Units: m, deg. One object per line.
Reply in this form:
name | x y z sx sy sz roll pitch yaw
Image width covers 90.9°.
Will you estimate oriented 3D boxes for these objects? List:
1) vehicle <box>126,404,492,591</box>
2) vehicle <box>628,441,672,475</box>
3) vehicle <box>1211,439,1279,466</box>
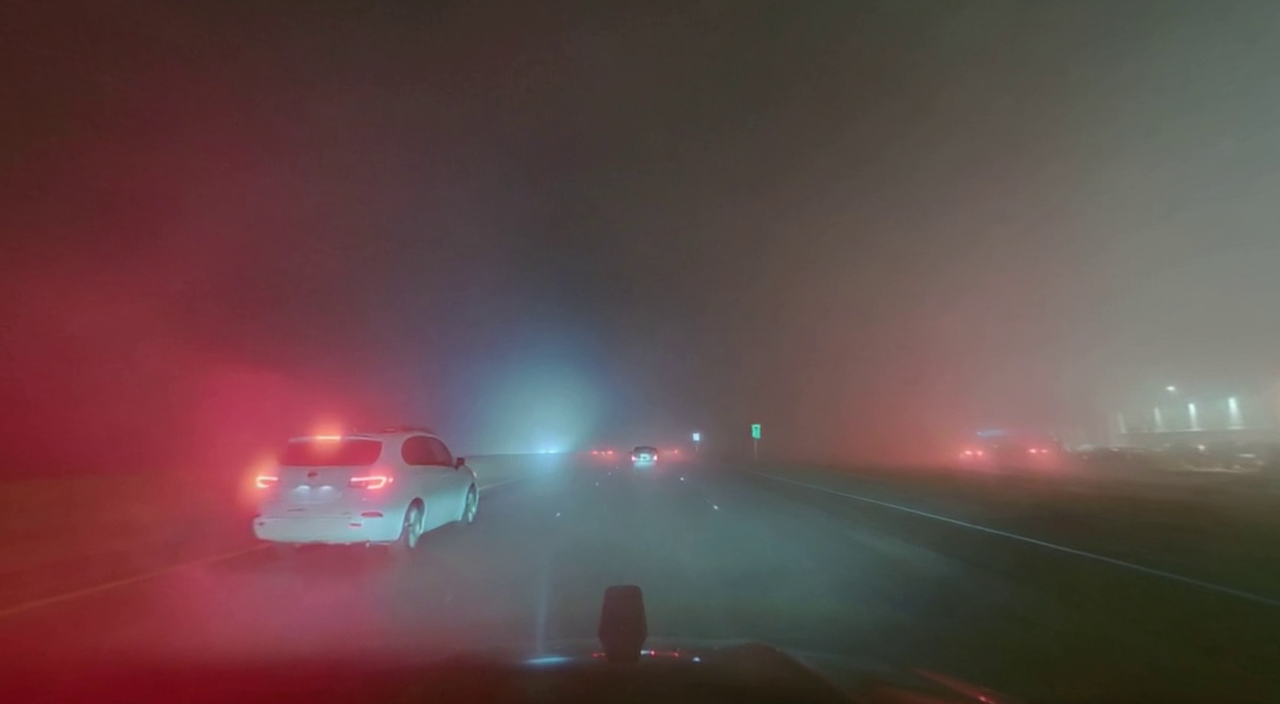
vehicle | -3.691 1.721 8.357 2.239 1.761 4.620 0 -8 1
vehicle | 0.454 5.170 31.076 2.000 1.558 3.945 0 -8 0
vehicle | 49.196 7.876 49.704 6.054 1.882 2.157 -3 -9 0
